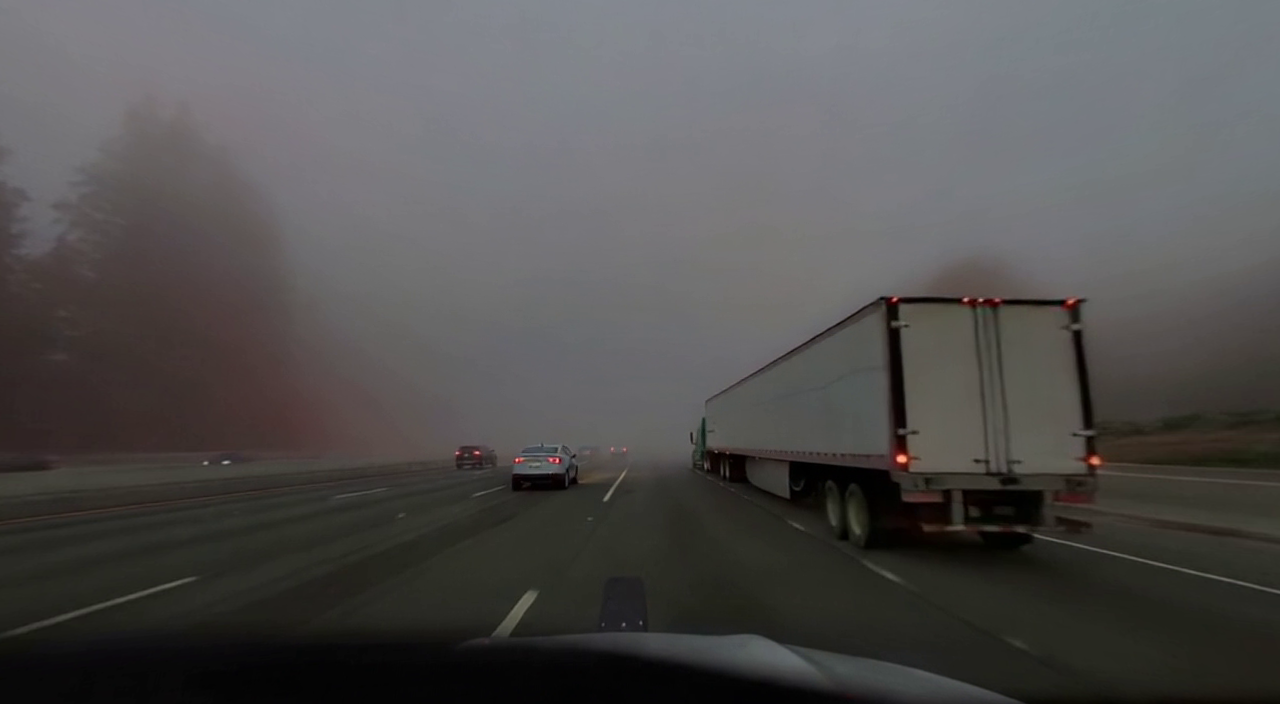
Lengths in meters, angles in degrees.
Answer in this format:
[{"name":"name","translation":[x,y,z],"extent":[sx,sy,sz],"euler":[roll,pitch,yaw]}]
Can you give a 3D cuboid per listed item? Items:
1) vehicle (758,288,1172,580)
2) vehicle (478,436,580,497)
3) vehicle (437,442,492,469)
[{"name":"vehicle","translation":[4.032,1.328,10.185],"extent":[2.732,3.052,7.118],"euler":[0,-8,-1]},{"name":"vehicle","translation":[-2.909,3.103,17.543],"extent":[1.981,1.473,4.317],"euler":[0,-8,1]},{"name":"vehicle","translation":[-10.226,6.024,37.078],"extent":[1.899,1.465,4.589],"euler":[0,-8,1]}]
